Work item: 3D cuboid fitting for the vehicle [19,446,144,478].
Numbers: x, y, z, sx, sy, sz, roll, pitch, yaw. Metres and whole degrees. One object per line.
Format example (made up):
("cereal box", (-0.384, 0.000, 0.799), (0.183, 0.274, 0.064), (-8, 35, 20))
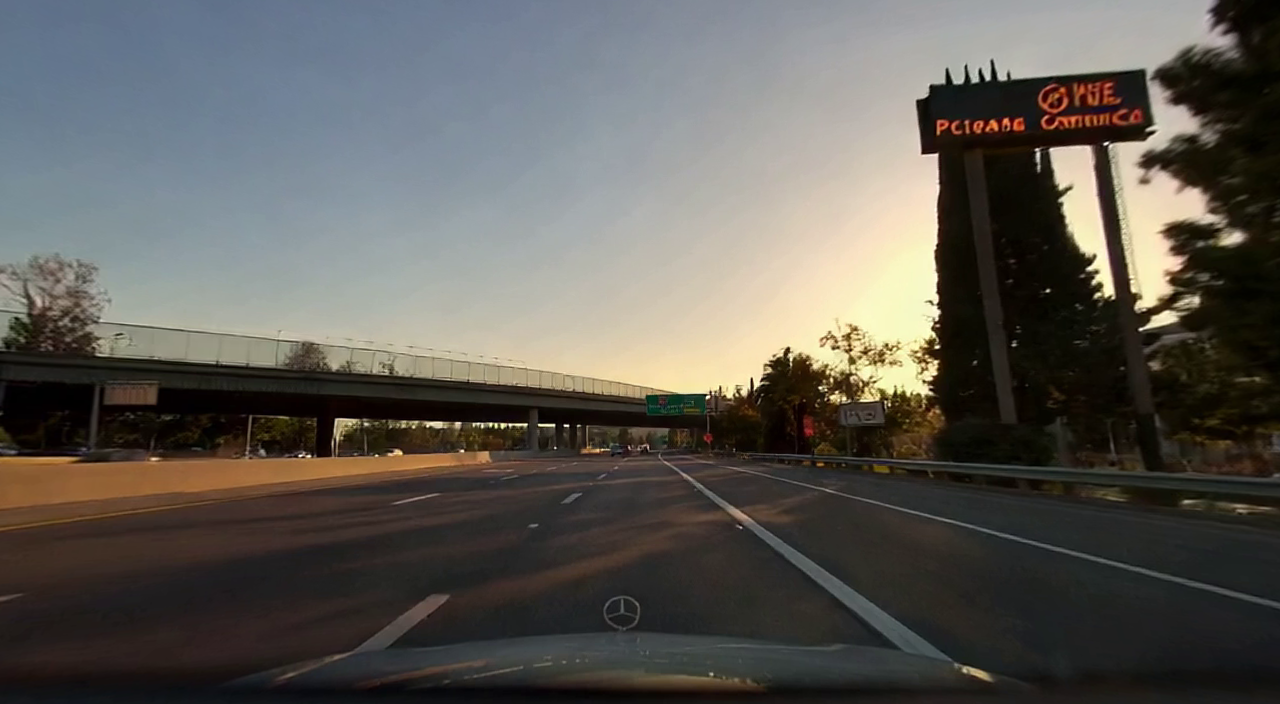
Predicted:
("vehicle", (-28.653, 5.650, 32.733), (1.874, 1.502, 5.025), (0, -9, 1))
